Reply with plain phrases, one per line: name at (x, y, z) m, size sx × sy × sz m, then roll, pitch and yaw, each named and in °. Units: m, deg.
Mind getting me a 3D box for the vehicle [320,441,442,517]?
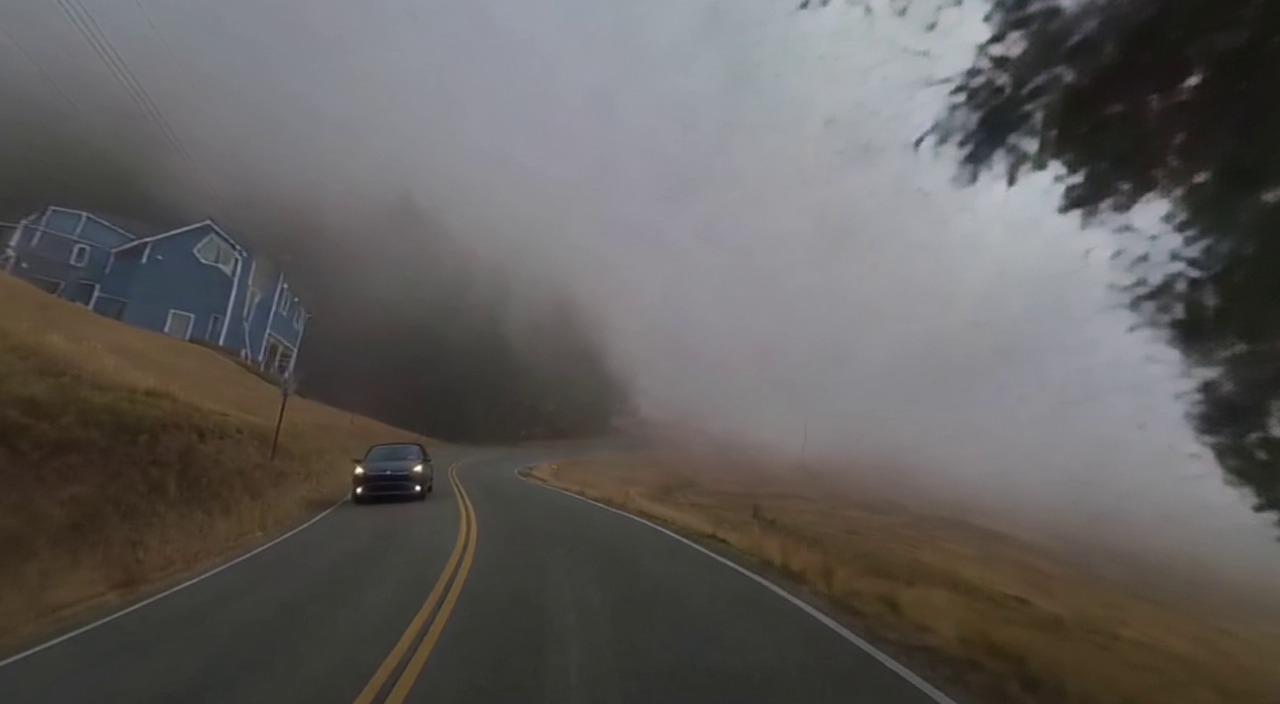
vehicle at (-5.895, 2.879, 14.917) m, size 2.063 × 1.485 × 3.997 m, roll 2°, pitch -9°, yaw -14°
